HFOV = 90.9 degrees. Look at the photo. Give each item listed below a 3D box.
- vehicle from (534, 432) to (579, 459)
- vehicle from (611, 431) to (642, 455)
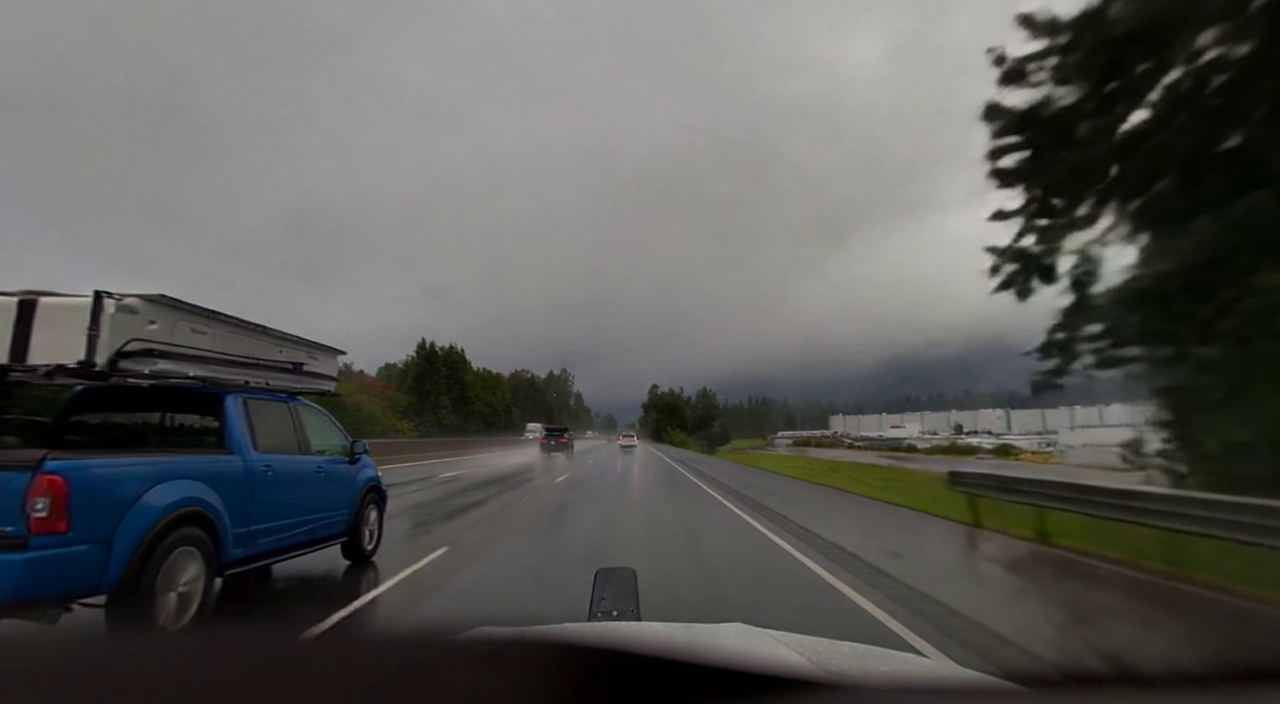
[{"bbox_3d":[-5.081,5.732,38.903,2.189,1.580,4.607,0,-8,-1],"label":"vehicle"},{"bbox_3d":[-0.949,6.612,45.876,2.151,1.618,3.898,0,-8,-1],"label":"vehicle"}]
